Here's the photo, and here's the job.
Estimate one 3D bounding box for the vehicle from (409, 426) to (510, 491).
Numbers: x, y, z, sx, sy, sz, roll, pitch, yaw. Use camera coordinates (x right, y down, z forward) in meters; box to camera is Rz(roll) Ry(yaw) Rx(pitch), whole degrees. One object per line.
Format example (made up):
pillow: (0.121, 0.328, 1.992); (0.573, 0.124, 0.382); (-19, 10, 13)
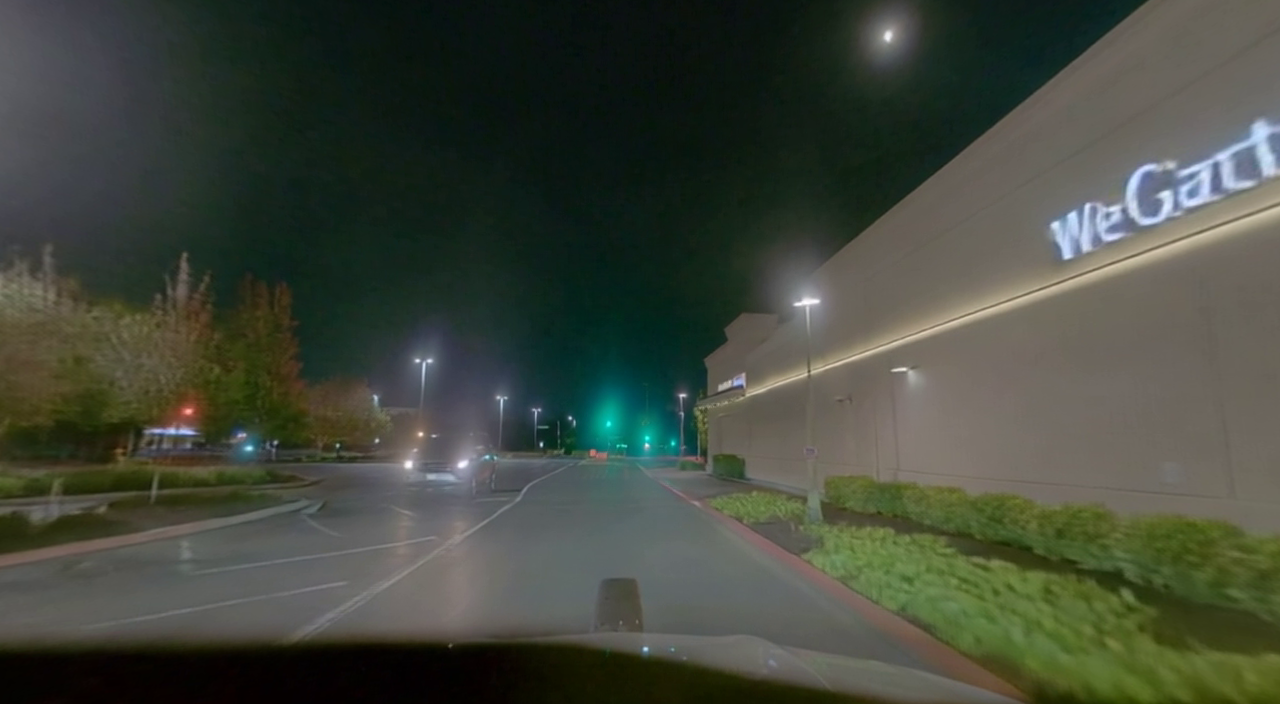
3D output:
vehicle: (-5.528, 3.329, 20.047); (2.180, 1.806, 4.541); (1, -8, -5)
